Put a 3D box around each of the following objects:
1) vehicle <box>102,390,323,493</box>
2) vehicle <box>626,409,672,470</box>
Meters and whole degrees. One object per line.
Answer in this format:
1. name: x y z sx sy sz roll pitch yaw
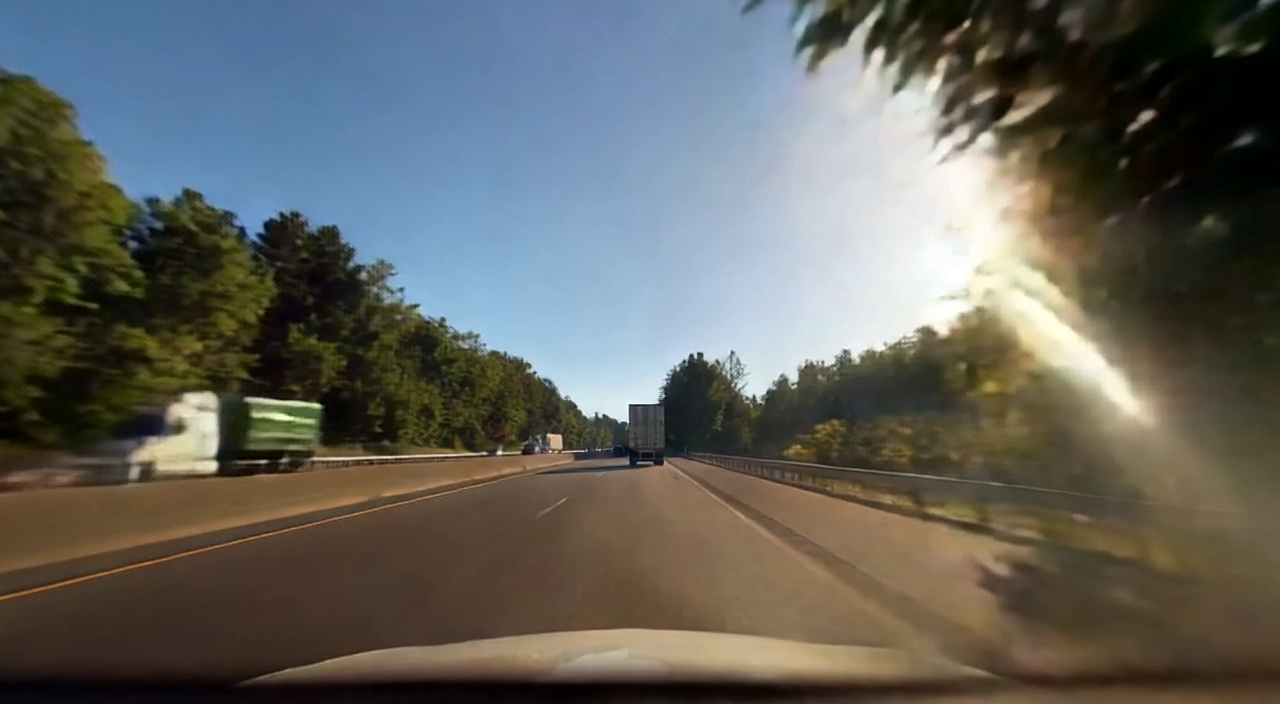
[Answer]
1. vehicle: -16.708 3.698 25.767 2.889 3.506 8.390 0 -9 1
2. vehicle: 0.495 6.516 46.466 3.024 3.965 10.399 0 -9 -1
